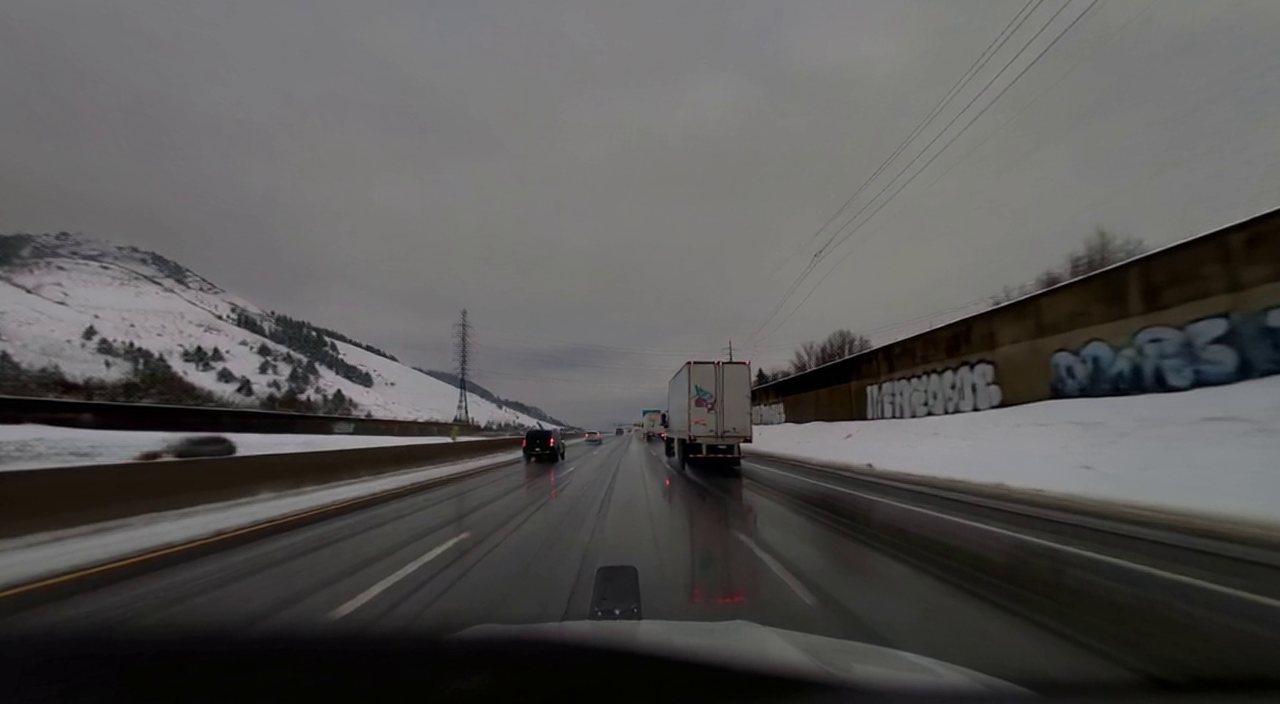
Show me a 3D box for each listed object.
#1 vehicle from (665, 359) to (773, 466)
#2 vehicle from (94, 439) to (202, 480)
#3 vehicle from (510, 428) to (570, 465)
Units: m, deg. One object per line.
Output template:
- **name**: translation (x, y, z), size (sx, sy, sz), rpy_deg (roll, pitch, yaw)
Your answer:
- **vehicle**: translation (3.062, 2.922, 28.315), size (3.060, 3.842, 11.095), rpy_deg (0, -8, -2)
- **vehicle**: translation (-19.967, 4.341, 25.765), size (1.740, 1.510, 3.273), rpy_deg (0, -8, -1)
- **vehicle**: translation (-4.313, 4.125, 27.859), size (1.965, 1.486, 4.448), rpy_deg (0, -8, 0)
